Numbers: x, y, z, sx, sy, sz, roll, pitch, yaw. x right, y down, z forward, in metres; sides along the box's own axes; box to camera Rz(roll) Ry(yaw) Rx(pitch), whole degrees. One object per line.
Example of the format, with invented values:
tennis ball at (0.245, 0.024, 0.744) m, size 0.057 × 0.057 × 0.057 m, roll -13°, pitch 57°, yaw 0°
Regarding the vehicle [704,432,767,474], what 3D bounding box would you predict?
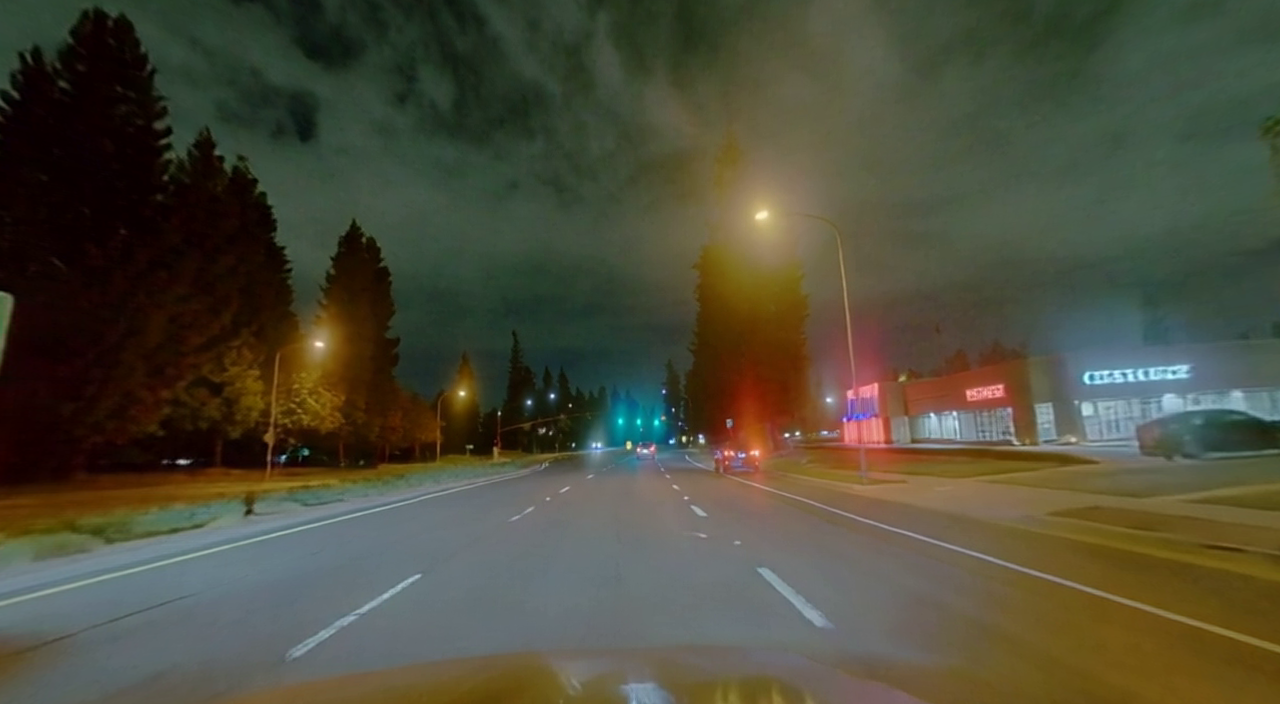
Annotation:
vehicle at (4.910, 5.318, 33.446) m, size 2.476 × 2.016 × 5.586 m, roll 0°, pitch -8°, yaw 0°
